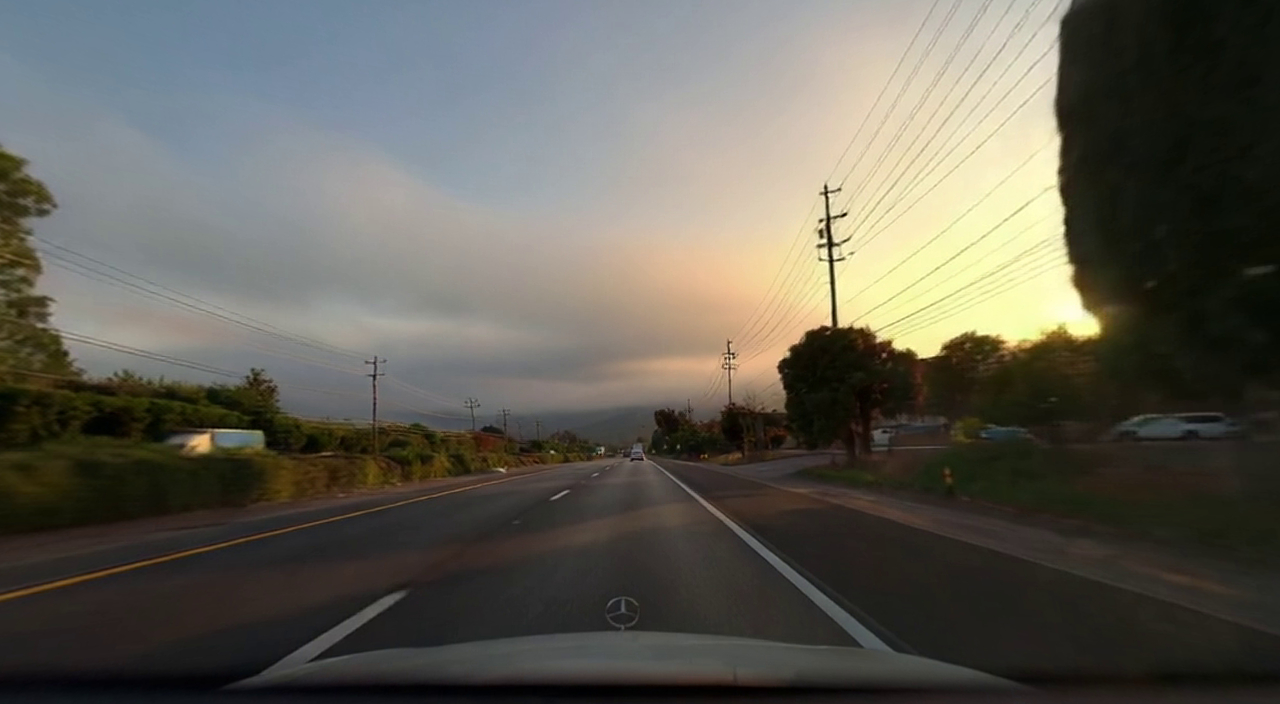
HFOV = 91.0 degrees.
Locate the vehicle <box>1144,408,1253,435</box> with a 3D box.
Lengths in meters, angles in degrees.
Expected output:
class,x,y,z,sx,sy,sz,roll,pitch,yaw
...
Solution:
class,x,y,z,sx,sy,sz,roll,pitch,yaw
vehicle,41.640,5.287,47.186,5.631,1.821,2.168,-5,-10,30
